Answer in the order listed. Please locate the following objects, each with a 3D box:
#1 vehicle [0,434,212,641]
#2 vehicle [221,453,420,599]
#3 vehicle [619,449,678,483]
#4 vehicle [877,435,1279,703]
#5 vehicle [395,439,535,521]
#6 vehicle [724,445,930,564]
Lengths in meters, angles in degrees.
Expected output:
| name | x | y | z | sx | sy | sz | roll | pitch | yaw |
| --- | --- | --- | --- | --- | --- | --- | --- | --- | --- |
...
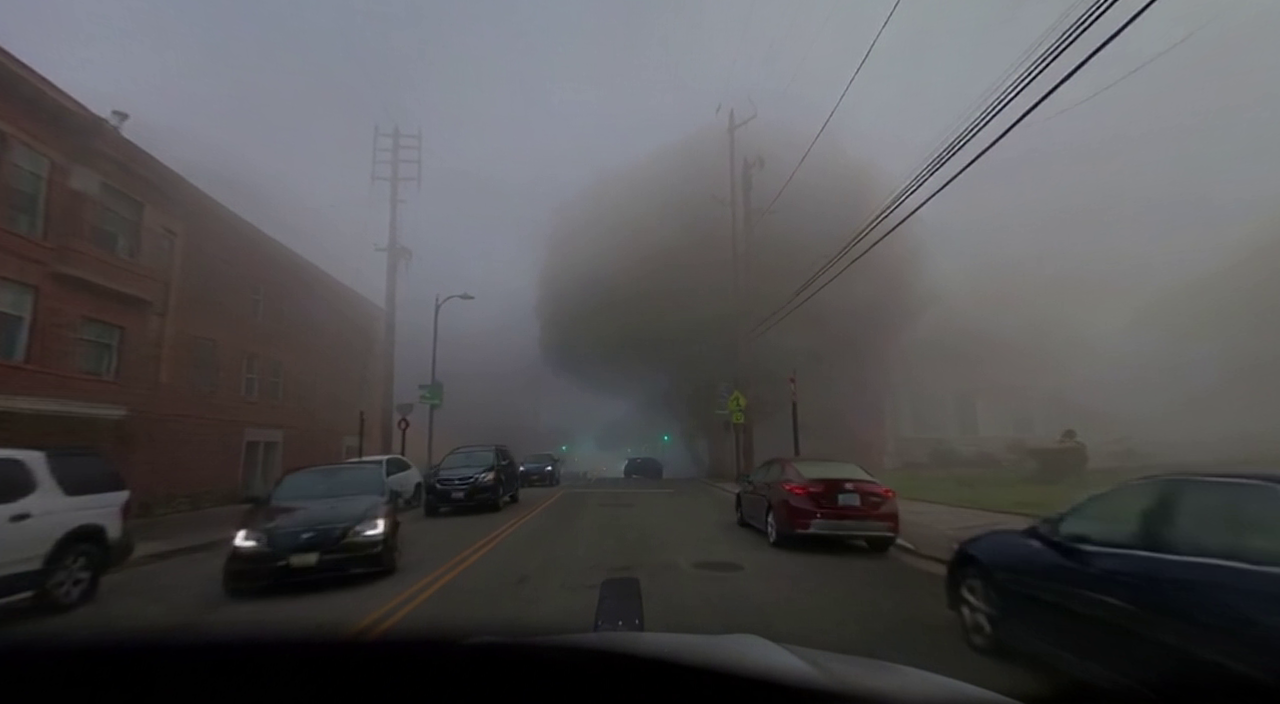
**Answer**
| name | x | y | z | sx | sy | sz | roll | pitch | yaw |
| --- | --- | --- | --- | --- | --- | --- | --- | --- | --- |
| vehicle | -7.001 | 1.712 | 5.812 | 2.263 | 1.882 | 5.706 | 0 | -9 | -2 |
| vehicle | -4.916 | 2.287 | 9.423 | 1.994 | 1.510 | 4.802 | 5 | -10 | -32 |
| vehicle | 0.547 | 6.266 | 35.152 | 2.059 | 1.736 | 3.994 | -4 | -9 | 21 |
| vehicle | 3.142 | 1.174 | 3.142 | 1.946 | 1.474 | 4.710 | 0 | -9 | -2 |
| vehicle | -4.416 | 3.306 | 16.921 | 2.236 | 1.834 | 4.743 | -1 | -9 | 2 |
| vehicle | 2.733 | 2.330 | 10.492 | 1.913 | 1.509 | 4.436 | 0 | -9 | -2 |
